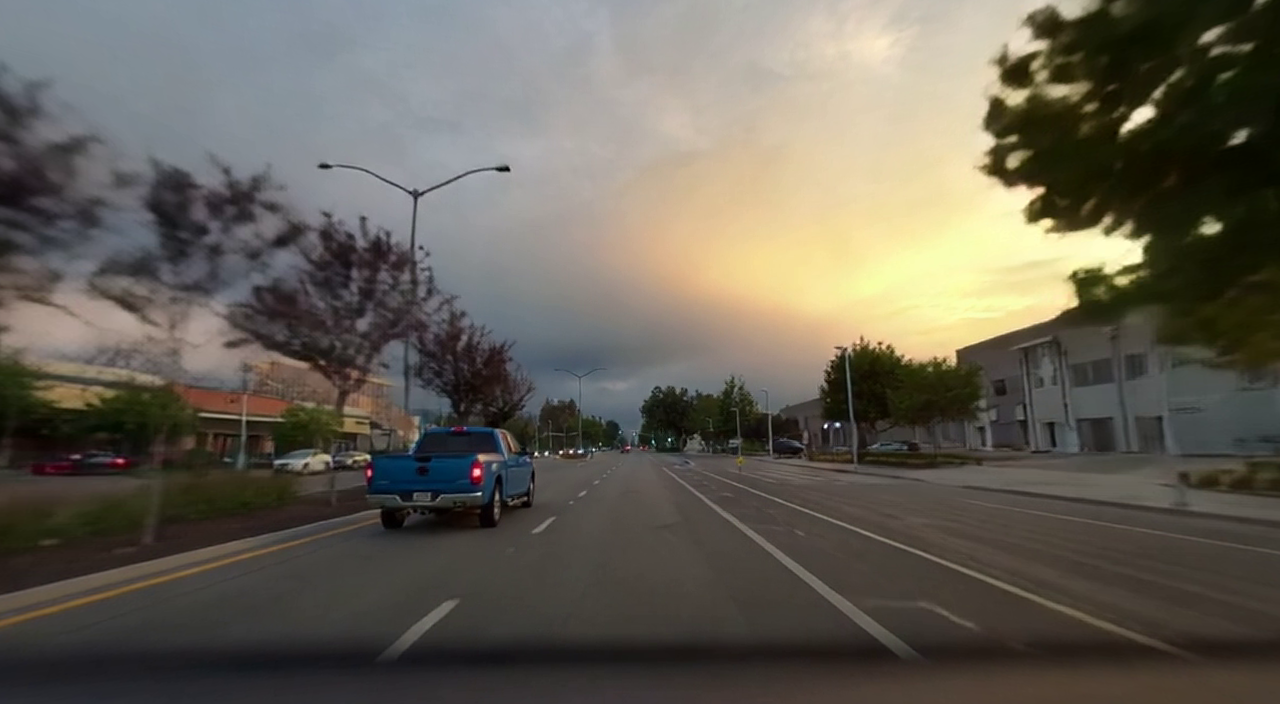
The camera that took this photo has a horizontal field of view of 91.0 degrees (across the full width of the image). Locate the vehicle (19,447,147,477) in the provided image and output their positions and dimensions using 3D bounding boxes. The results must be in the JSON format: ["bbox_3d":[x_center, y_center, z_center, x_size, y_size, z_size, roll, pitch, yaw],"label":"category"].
[{"bbox_3d":[-28.513,5.624,32.293,4.702,1.485,2.024,-1,-9,3],"label":"vehicle"}]

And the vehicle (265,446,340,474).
[{"bbox_3d":[-21.294,6.816,39.978,1.840,1.510,5.115,-2,-8,2],"label":"vehicle"}]

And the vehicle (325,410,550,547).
[{"bbox_3d":[-3.059,2.073,11.059,2.065,1.790,5.417,0,-9,1],"label":"vehicle"}]
